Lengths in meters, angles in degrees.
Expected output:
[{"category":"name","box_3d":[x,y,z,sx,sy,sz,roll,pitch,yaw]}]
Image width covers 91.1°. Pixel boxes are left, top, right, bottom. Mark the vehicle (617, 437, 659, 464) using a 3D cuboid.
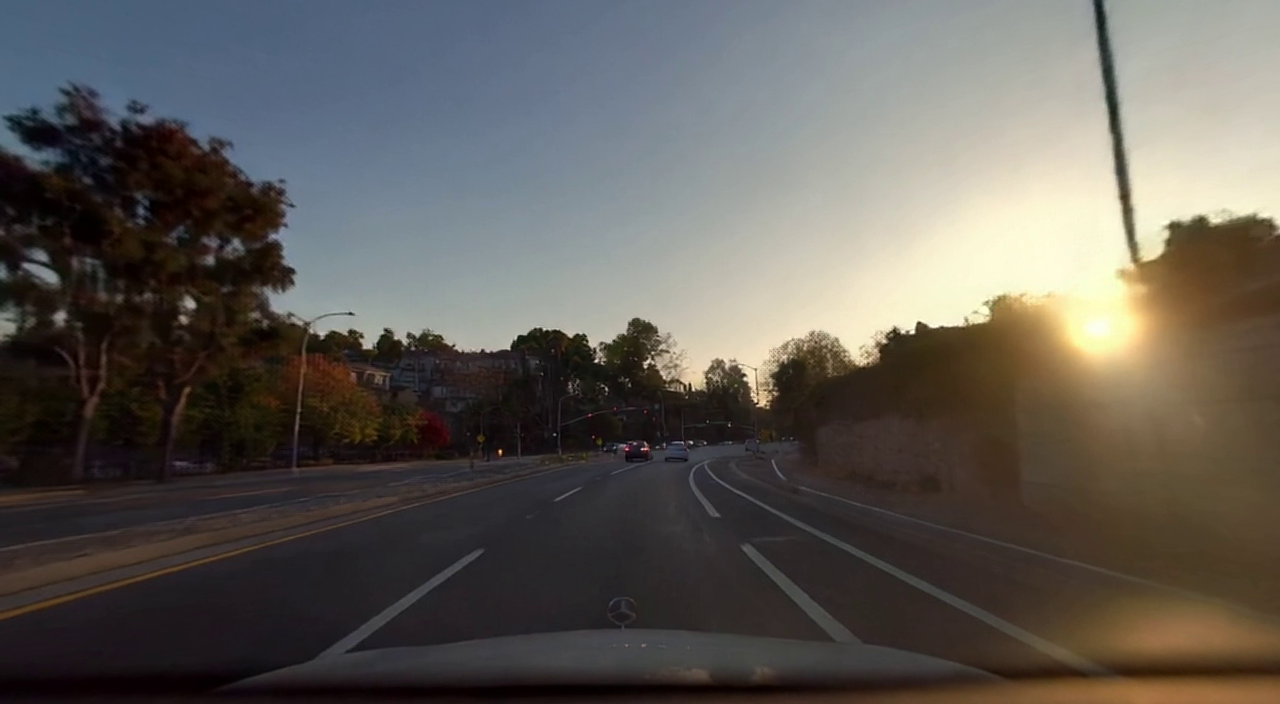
[{"category":"vehicle","box_3d":[-0.083,6.852,43.743,2.152,1.822,4.391,-2,-9,11]}]
